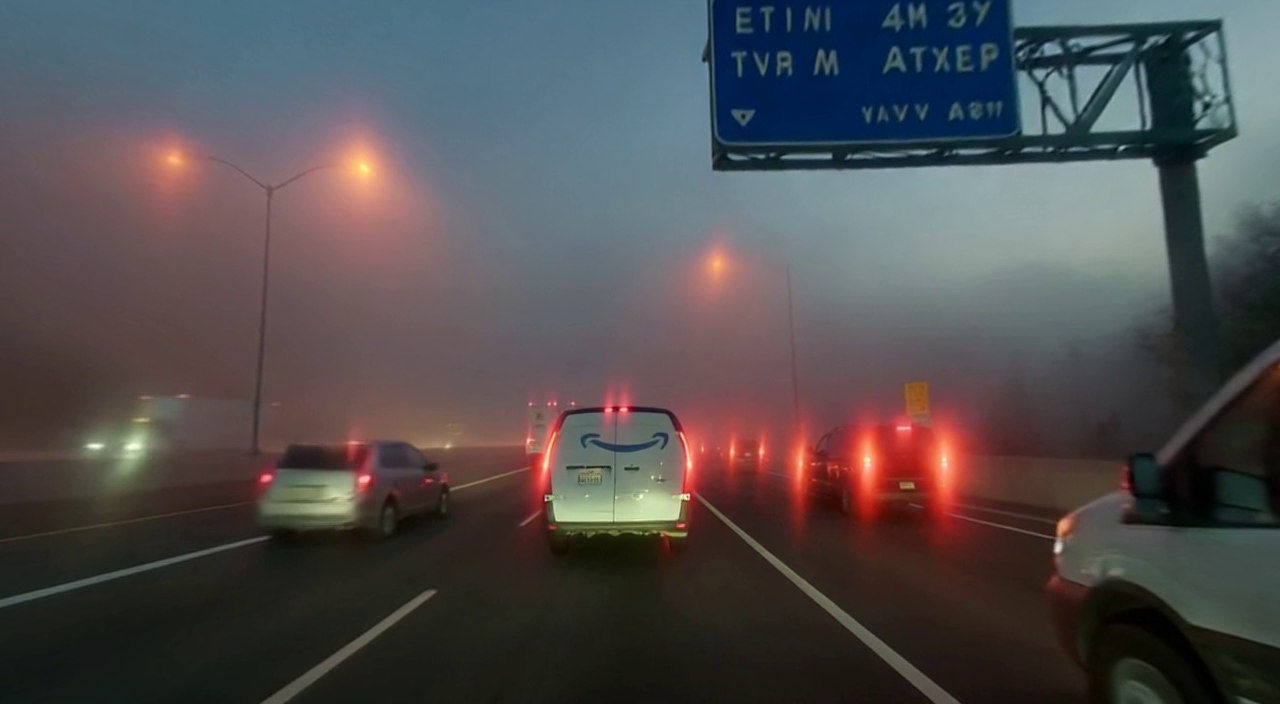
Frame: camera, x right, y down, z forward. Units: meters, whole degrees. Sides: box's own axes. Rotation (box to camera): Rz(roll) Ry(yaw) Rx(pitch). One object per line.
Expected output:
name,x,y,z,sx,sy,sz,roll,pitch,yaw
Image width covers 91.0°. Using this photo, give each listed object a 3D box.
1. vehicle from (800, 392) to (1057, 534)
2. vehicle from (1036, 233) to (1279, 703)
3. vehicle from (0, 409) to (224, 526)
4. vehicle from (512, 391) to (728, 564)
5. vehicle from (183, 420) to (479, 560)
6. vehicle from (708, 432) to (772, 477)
vehicle,4.818,1.986,11.741,2.179,1.999,5.331,1,-9,-1
vehicle,2.980,0.390,0.193,2.341,1.890,5.144,0,-9,0
vehicle,-10.493,2.052,11.704,2.191,1.708,4.784,0,-8,1
vehicle,-0.207,1.658,8.961,2.287,1.823,4.369,0,-8,0
vehicle,-3.949,1.835,9.117,1.983,1.496,4.371,0,-8,1
vehicle,4.147,4.342,26.907,2.064,1.720,4.416,0,-8,1
